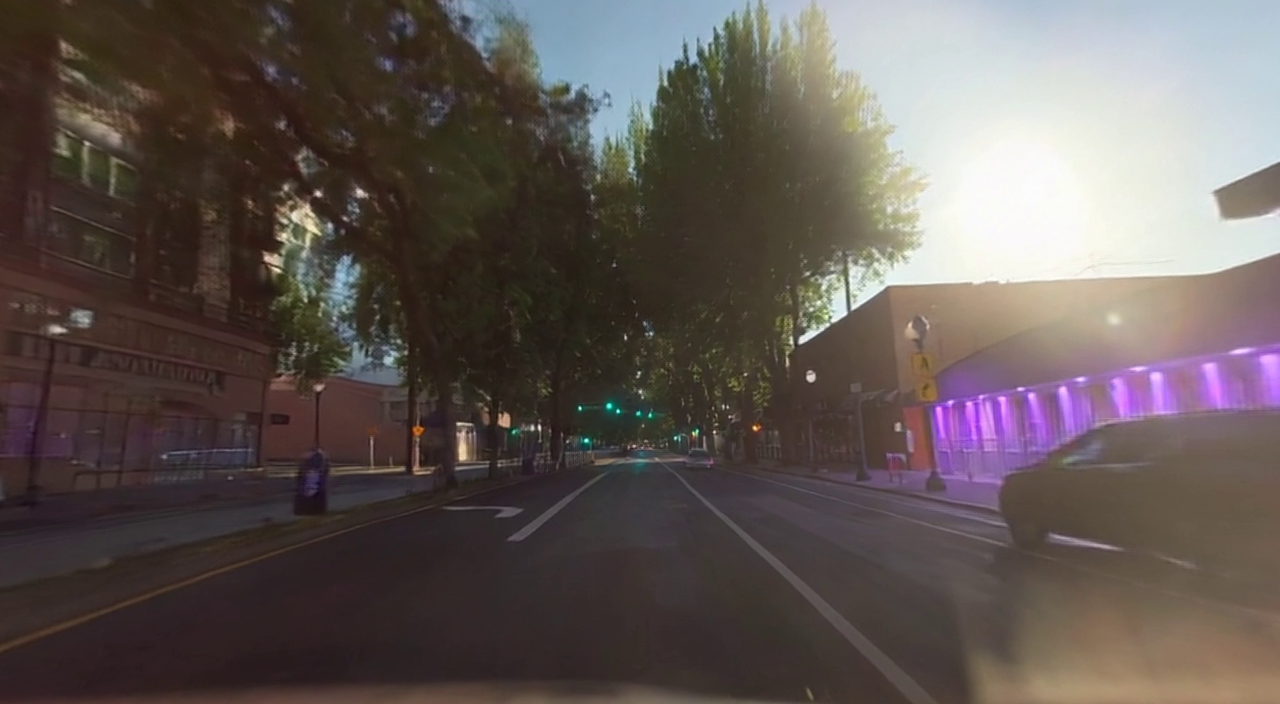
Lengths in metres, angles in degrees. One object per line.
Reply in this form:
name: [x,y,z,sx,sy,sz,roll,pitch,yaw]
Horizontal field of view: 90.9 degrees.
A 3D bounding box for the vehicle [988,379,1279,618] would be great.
vehicle: [6.123,1.386,6.460,2.112,1.894,4.910,0,-9,-2]
